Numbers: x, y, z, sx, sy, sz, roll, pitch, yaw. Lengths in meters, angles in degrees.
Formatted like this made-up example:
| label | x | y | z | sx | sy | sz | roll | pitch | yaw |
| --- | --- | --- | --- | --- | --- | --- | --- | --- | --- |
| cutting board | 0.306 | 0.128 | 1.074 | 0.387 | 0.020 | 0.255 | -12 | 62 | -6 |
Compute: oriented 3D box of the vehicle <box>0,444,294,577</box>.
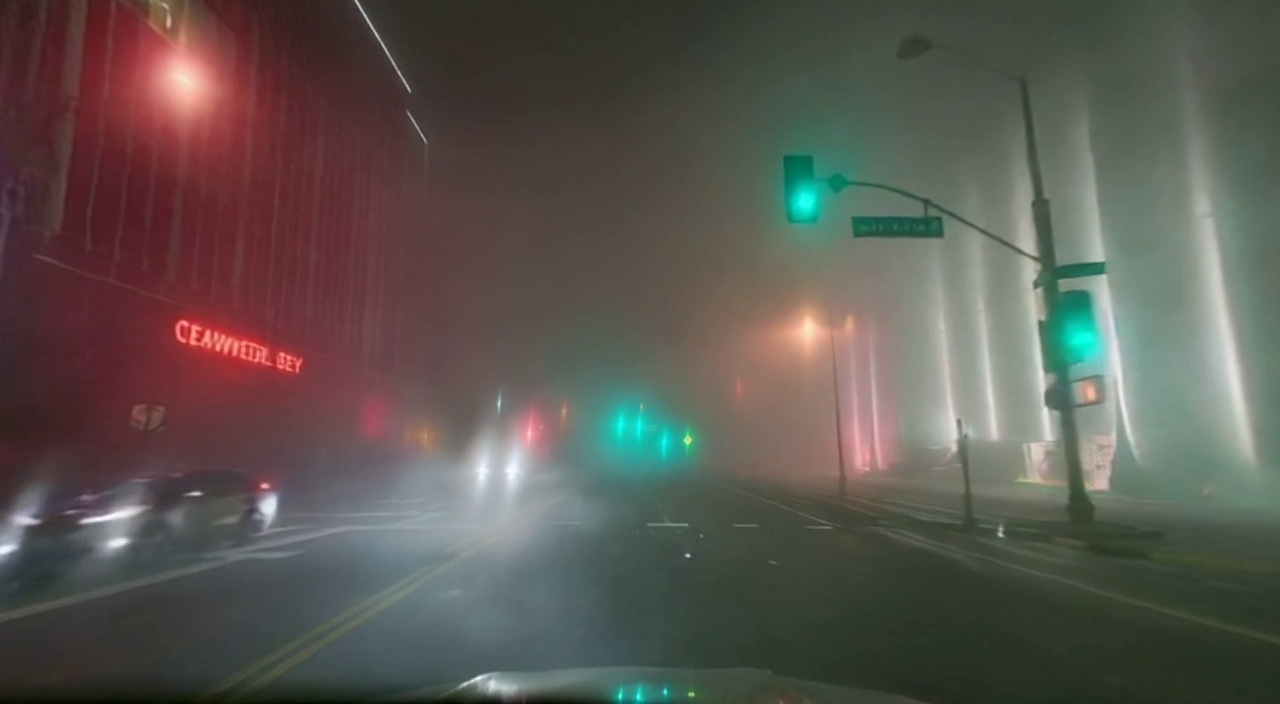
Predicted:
| label | x | y | z | sx | sy | sz | roll | pitch | yaw |
| --- | --- | --- | --- | --- | --- | --- | --- | --- | --- |
| vehicle | -7.260 | 2.159 | 9.425 | 1.897 | 1.537 | 3.770 | -1 | -8 | 3 |

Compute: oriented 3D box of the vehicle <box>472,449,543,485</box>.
| label | x | y | z | sx | sy | sz | roll | pitch | yaw |
| --- | --- | --- | --- | --- | --- | --- | --- | --- | --- |
| vehicle | -6.261 | 5.474 | 30.490 | 2.037 | 1.563 | 4.754 | -1 | -8 | 4 |
